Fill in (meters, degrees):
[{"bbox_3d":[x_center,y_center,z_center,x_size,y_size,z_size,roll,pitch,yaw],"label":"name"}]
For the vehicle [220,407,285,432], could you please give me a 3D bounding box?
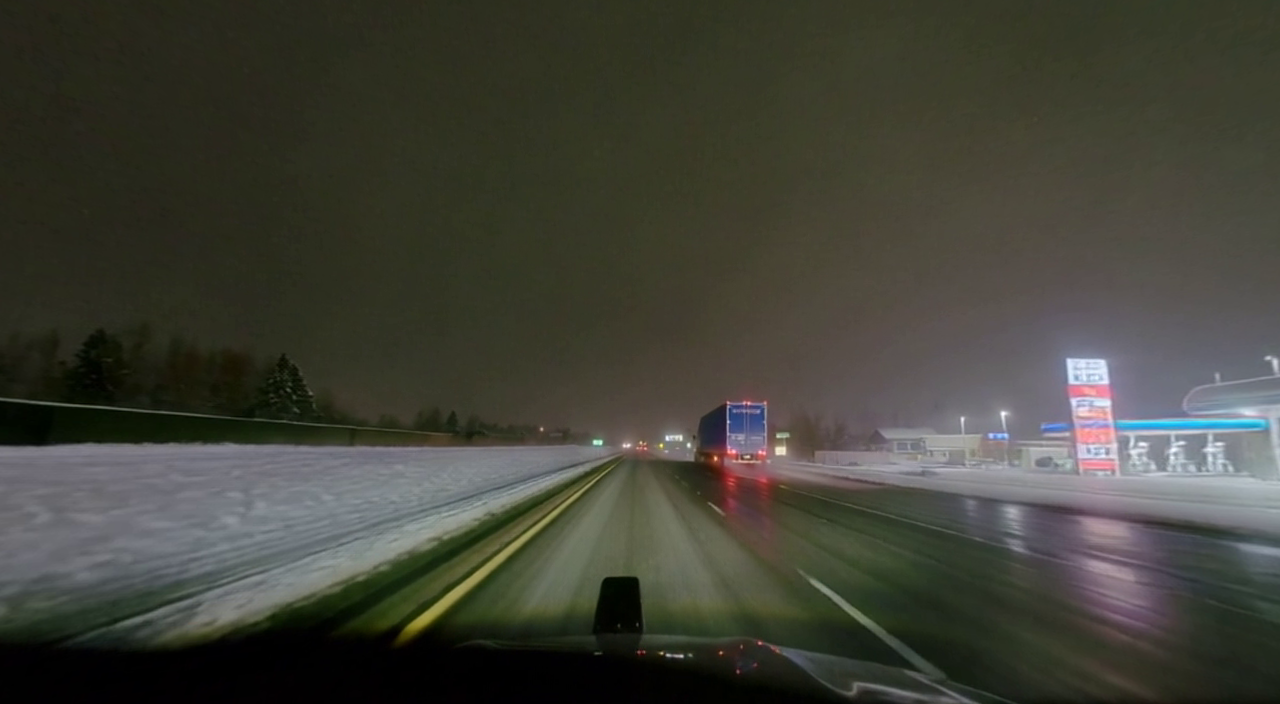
[{"bbox_3d":[-24.589,4.323,40.205,1.731,1.451,3.701,0,-8,0],"label":"vehicle"}]
